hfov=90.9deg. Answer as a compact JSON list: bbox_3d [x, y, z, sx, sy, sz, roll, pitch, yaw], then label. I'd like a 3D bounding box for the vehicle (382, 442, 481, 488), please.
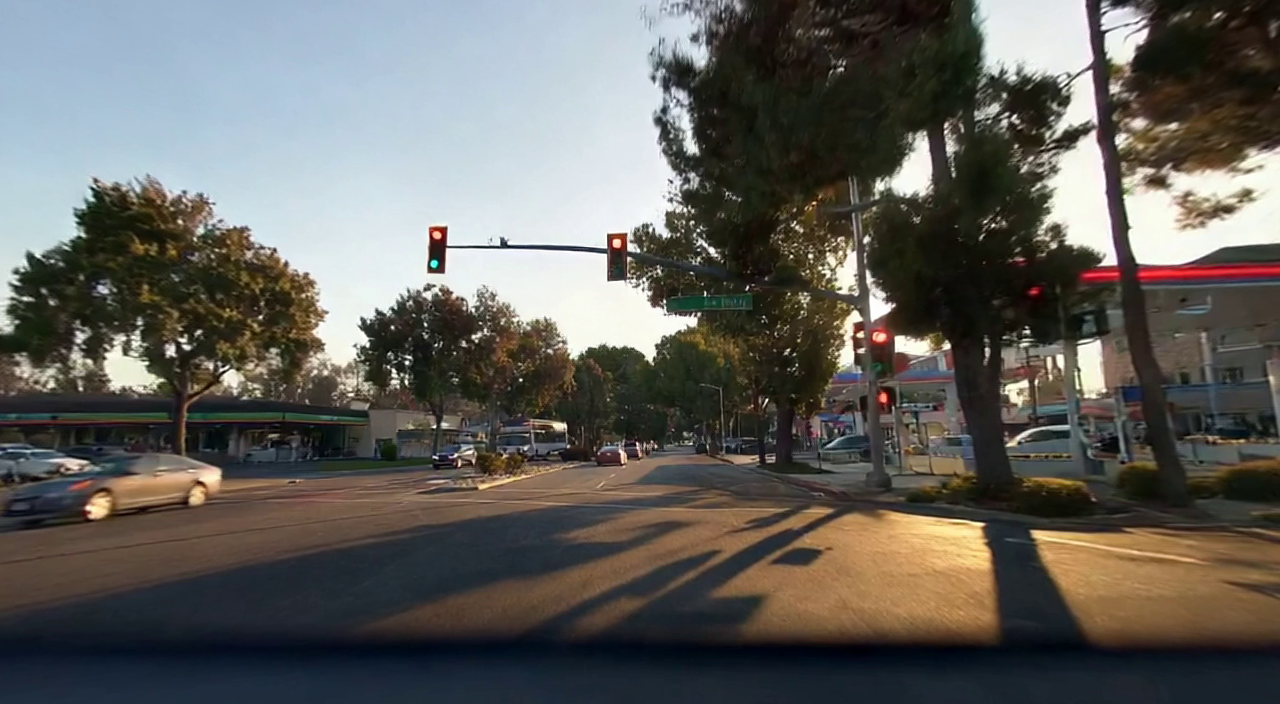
[{"bbox_3d":[-7.757,4.210,23.972,2.099,1.467,4.596,-2,-8,1],"label":"vehicle"}]

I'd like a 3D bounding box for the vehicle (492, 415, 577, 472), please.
[{"bbox_3d":[-7.057,6.417,44.643,3.056,3.289,13.199,-3,-8,2],"label":"vehicle"}]

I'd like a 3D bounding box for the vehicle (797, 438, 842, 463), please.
[{"bbox_3d":[11.393,6.302,40.323,1.888,1.465,4.727,-1,-9,5],"label":"vehicle"}]

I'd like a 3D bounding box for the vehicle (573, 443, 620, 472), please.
[{"bbox_3d":[-2.180,5.420,32.560,1.959,1.406,4.272,-1,-9,2],"label":"vehicle"}]

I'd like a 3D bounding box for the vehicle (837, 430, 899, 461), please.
[{"bbox_3d":[14.328,5.954,40.026,2.015,1.839,5.416,0,-9,1],"label":"vehicle"}]

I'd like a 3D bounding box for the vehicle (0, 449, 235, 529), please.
[{"bbox_3d":[-11.525,2.911,14.049,2.004,1.478,4.373,0,-9,1],"label":"vehicle"}]
